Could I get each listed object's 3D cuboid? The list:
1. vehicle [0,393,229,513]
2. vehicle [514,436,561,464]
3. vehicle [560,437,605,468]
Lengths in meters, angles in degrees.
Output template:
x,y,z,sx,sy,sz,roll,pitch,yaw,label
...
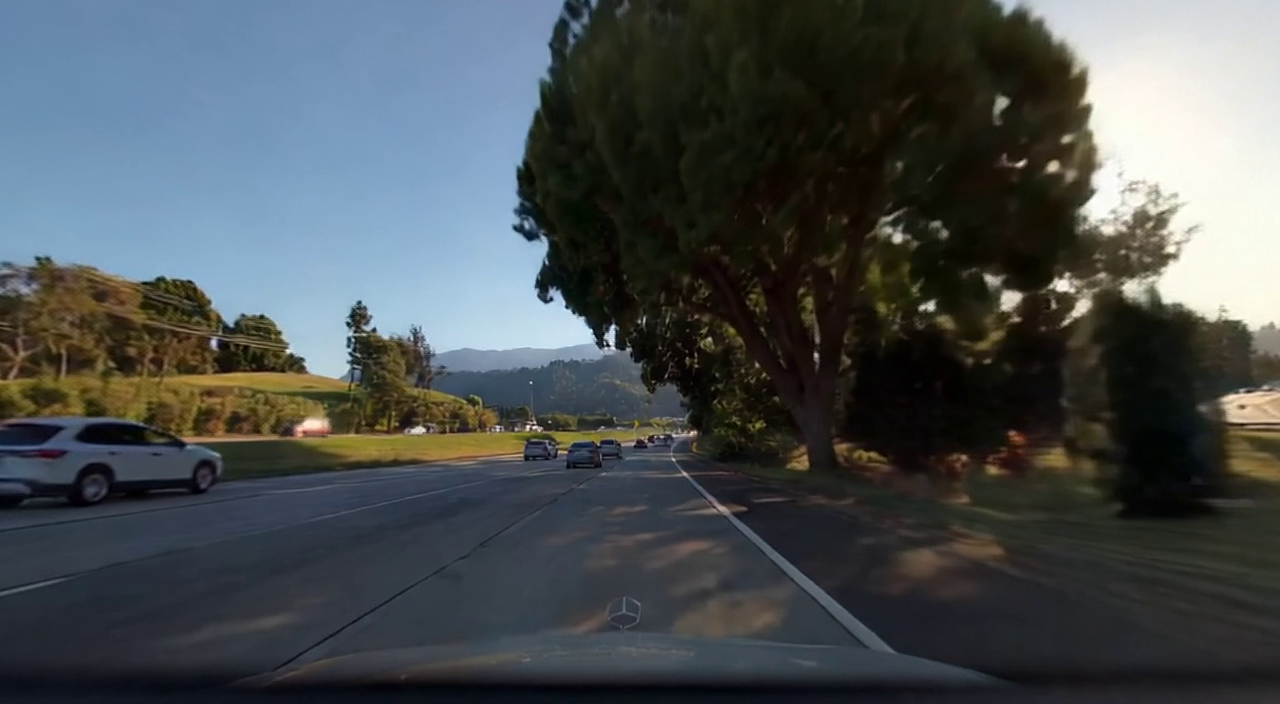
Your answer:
x,y,z,sx,sy,sz,roll,pitch,yaw,label
-11.718,2.095,13.240,2.264,1.980,5.574,0,-9,1,vehicle
-6.763,6.524,41.958,2.108,1.686,4.556,0,-9,3,vehicle
-3.325,5.954,37.346,2.035,1.673,4.469,0,-9,3,vehicle
